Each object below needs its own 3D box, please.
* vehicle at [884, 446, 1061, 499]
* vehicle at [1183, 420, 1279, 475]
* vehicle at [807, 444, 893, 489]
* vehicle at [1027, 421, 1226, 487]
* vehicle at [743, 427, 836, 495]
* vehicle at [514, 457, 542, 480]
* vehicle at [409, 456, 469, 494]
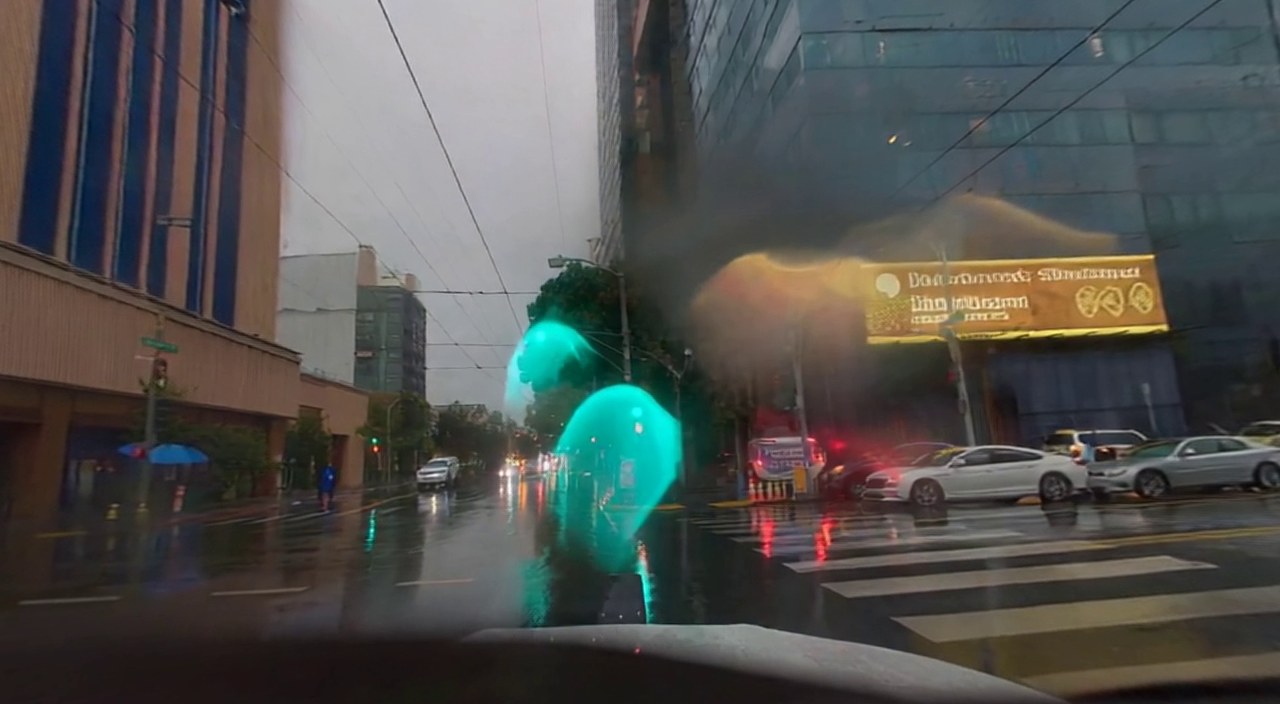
[{"bbox_3d":[10.199,3.669,19.527,4.697,1.510,1.596,1,-8,-8],"label":"vehicle"},{"bbox_3d":[21.177,3.195,21.130,4.431,1.713,1.906,1,-9,-6],"label":"vehicle"},{"bbox_3d":[8.421,4.630,25.734,1.856,1.627,4.098,2,-10,-4],"label":"vehicle"},{"bbox_3d":[15.534,3.269,20.343,4.944,1.946,1.952,1,-8,-6],"label":"vehicle"},{"bbox_3d":[5.827,4.268,25.306,2.316,2.425,4.466,1,-7,-5],"label":"vehicle"},{"bbox_3d":[-8.276,8.608,46.945,1.797,1.490,4.549,1,-9,-7],"label":"vehicle"},{"bbox_3d":[-10.680,6.547,33.973,2.121,1.792,4.510,1,-9,-5],"label":"vehicle"}]
